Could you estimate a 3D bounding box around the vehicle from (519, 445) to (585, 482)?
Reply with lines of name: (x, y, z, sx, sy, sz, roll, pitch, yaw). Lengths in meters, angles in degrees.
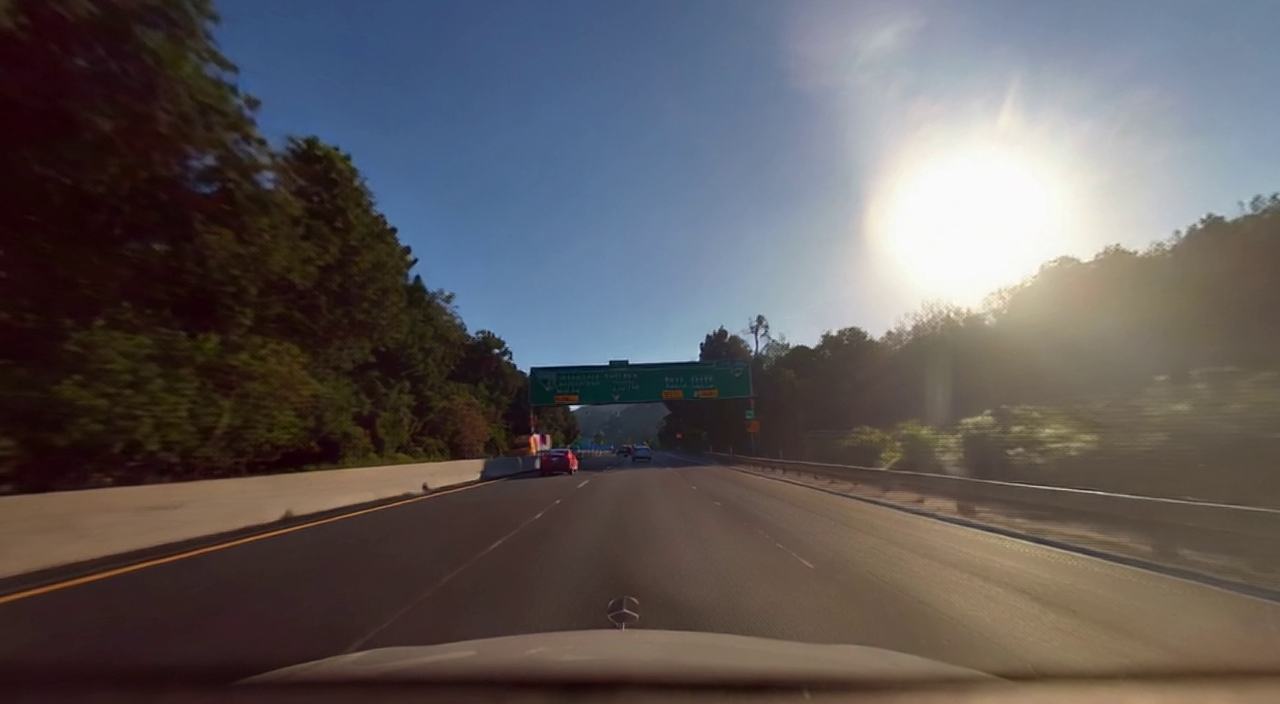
vehicle: (-3.734, 4.838, 27.649, 2.157, 1.483, 4.601, 0, -9, 1)

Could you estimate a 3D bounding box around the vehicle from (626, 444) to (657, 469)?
vehicle: (0.075, 6.940, 41.996, 2.011, 1.590, 3.607, 0, -9, 0)
